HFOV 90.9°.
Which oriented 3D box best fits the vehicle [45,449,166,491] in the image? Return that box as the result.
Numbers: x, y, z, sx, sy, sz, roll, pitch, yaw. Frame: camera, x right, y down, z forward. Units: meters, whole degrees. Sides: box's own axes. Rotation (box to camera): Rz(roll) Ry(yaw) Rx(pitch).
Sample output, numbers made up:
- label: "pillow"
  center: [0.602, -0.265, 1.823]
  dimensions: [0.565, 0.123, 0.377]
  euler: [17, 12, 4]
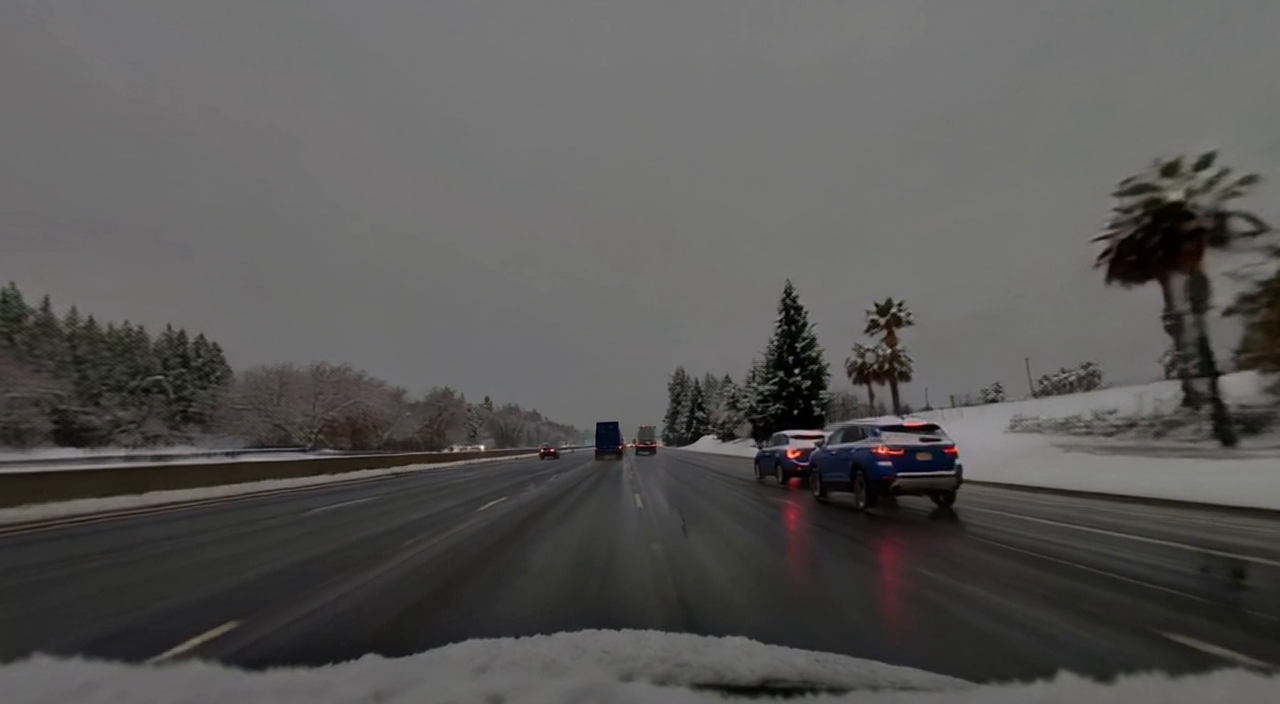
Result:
- label: "vehicle"
  center: [-19.712, 4.346, 23.450]
  dimensions: [1.499, 1.379, 3.398]
  euler: [0, -8, -1]

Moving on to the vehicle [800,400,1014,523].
- label: "vehicle"
  center: [5.500, 2.341, 14.042]
  dimensions: [2.408, 2.210, 4.999]
  euler: [0, -8, -2]
